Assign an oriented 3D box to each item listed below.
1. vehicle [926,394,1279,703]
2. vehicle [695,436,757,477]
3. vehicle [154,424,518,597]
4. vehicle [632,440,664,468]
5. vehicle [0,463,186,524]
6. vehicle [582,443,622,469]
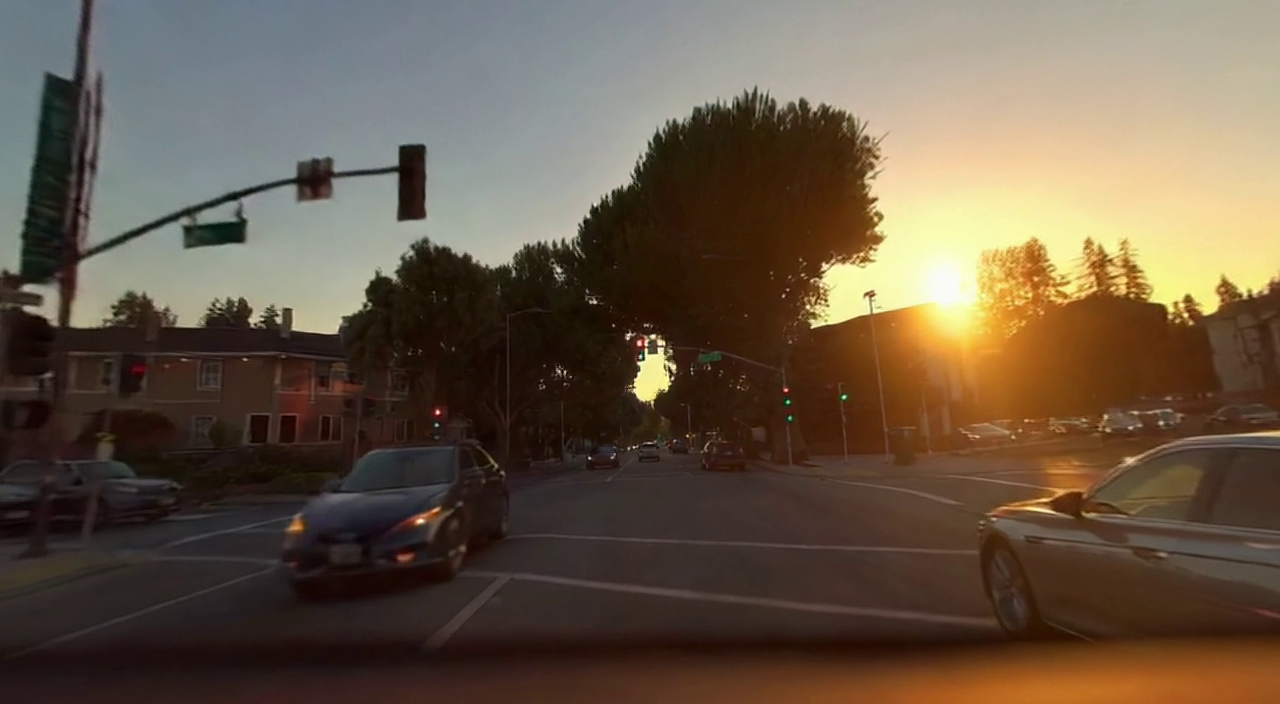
[{"bbox_3d":[3.243,0.911,2.378,2.072,1.471,4.834,-1,-9,0],"label":"vehicle"},{"bbox_3d":[3.653,4.537,27.512,2.035,1.564,4.719,-1,-9,0],"label":"vehicle"},{"bbox_3d":[-3.551,1.991,8.968,2.519,1.689,5.200,-1,-9,1],"label":"vehicle"},{"bbox_3d":[0.538,7.036,43.744,2.118,1.813,4.326,-1,-9,0],"label":"vehicle"},{"bbox_3d":[-16.097,4.020,18.188,4.540,1.546,2.157,-2,-9,8],"label":"vehicle"},{"bbox_3d":[-2.856,7.974,48.505,2.666,1.885,5.029,-1,-9,1],"label":"vehicle"}]
